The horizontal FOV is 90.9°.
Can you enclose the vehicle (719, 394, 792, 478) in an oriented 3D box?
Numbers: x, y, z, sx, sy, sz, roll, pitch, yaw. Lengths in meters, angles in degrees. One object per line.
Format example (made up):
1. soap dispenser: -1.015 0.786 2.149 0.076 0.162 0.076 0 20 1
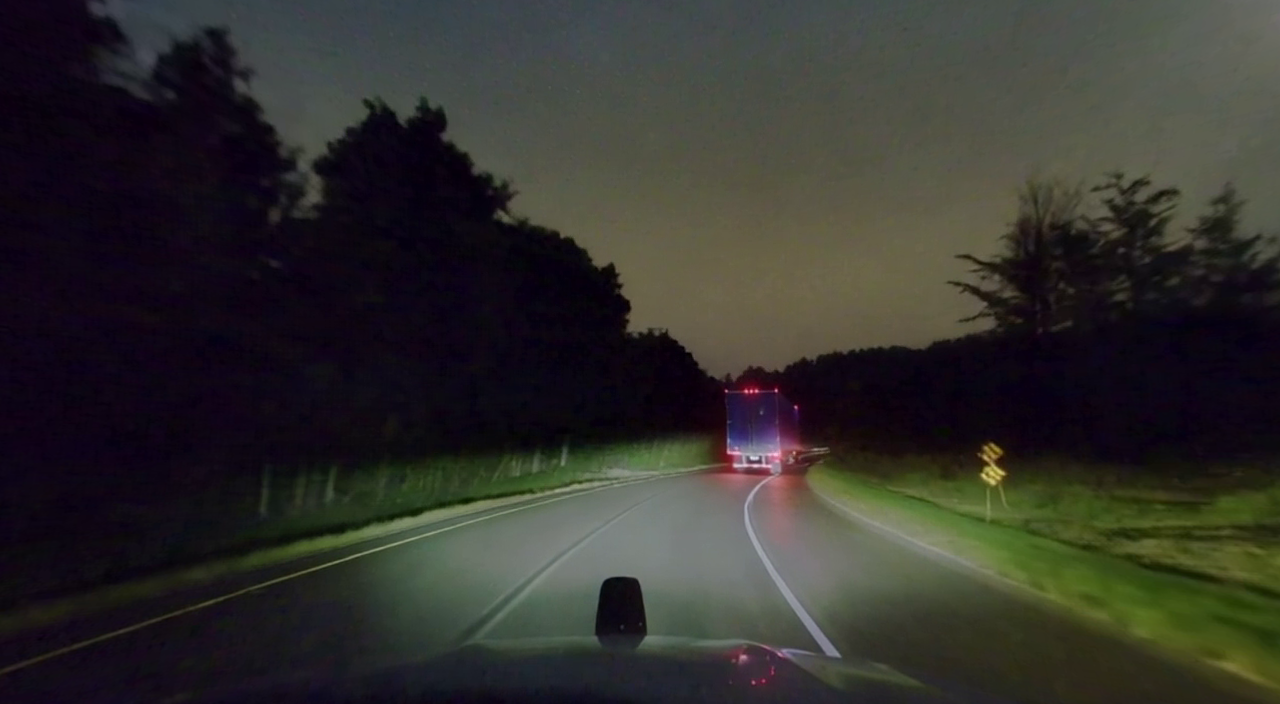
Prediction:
1. vehicle: 7.447 5.306 38.704 3.087 4.178 13.682 -3 -9 15
